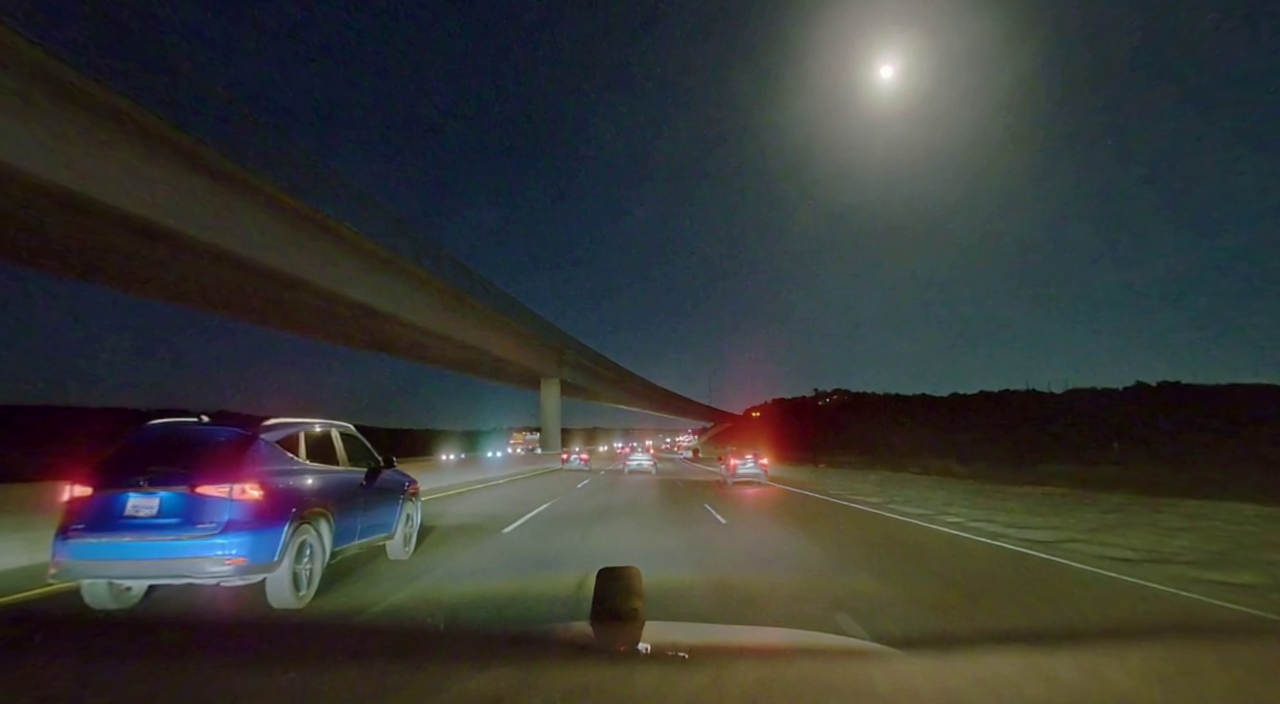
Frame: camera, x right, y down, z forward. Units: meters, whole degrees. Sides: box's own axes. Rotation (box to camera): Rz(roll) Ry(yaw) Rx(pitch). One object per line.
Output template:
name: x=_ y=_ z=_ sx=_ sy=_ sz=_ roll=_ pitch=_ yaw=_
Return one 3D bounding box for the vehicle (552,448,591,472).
vehicle: x=-4.432 y=7.047 z=41.323 sx=1.994 sy=1.475 sz=4.171 roll=0 pitch=-9 yaw=1

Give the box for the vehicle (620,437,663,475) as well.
vehicle: x=0.062 y=5.635 z=34.258 sx=2.155 sy=1.909 sz=4.529 roll=0 pitch=-9 yaw=0

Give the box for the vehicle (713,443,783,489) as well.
vehicle: x=3.909 y=4.170 z=23.414 sx=1.959 sy=1.554 sz=3.795 roll=0 pitch=-9 yaw=0

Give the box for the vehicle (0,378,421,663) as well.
vehicle: x=-4.060 y=1.376 z=6.229 sx=2.089 sy=1.751 sz=4.515 roll=0 pitch=-9 yaw=1
